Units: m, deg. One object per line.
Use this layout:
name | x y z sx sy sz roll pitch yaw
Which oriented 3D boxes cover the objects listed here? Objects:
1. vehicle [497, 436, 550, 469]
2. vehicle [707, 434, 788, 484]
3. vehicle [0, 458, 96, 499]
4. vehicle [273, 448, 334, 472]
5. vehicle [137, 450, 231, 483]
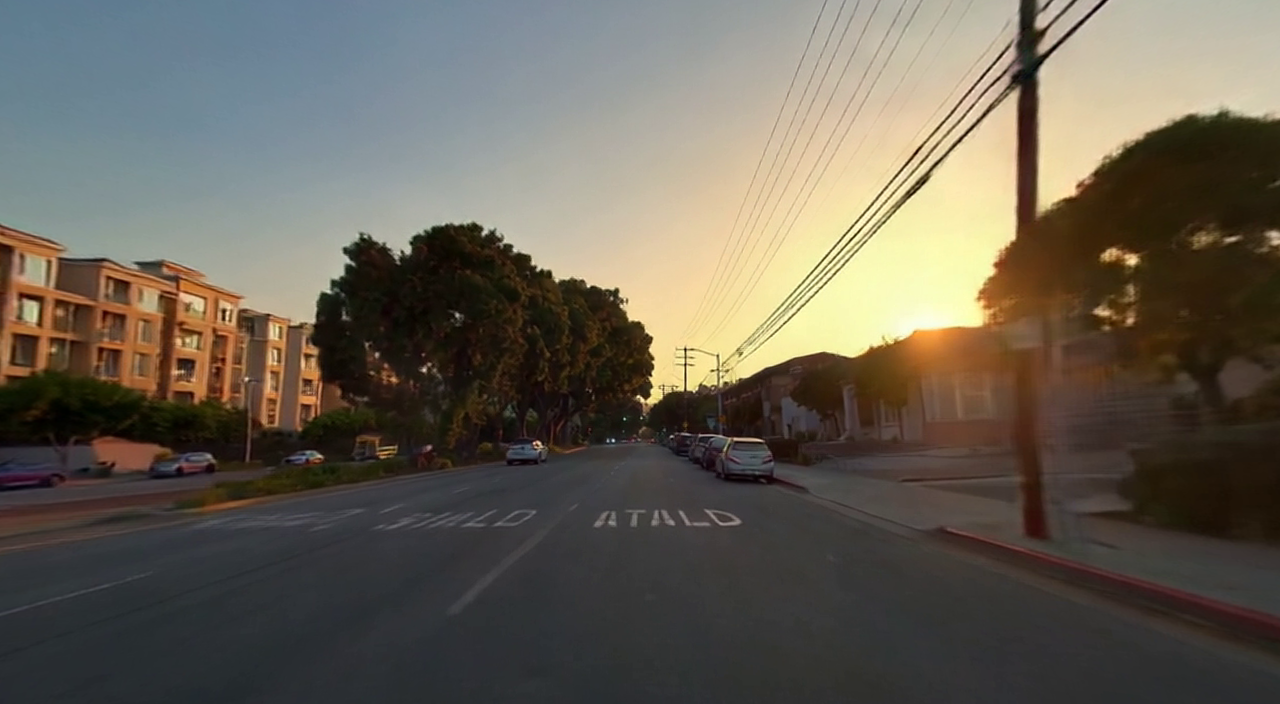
vehicle | -6.403 5.548 35.028 2.000 1.671 4.497 0 -8 1
vehicle | 3.637 3.705 22.218 2.048 1.556 4.753 0 -8 0
vehicle | -25.859 5.246 26.476 1.935 1.487 4.600 0 -8 0
vehicle | -25.693 8.227 48.372 2.121 1.699 4.506 0 -8 1
vehicle | -25.742 6.448 35.832 1.959 1.707 4.481 0 -8 0
